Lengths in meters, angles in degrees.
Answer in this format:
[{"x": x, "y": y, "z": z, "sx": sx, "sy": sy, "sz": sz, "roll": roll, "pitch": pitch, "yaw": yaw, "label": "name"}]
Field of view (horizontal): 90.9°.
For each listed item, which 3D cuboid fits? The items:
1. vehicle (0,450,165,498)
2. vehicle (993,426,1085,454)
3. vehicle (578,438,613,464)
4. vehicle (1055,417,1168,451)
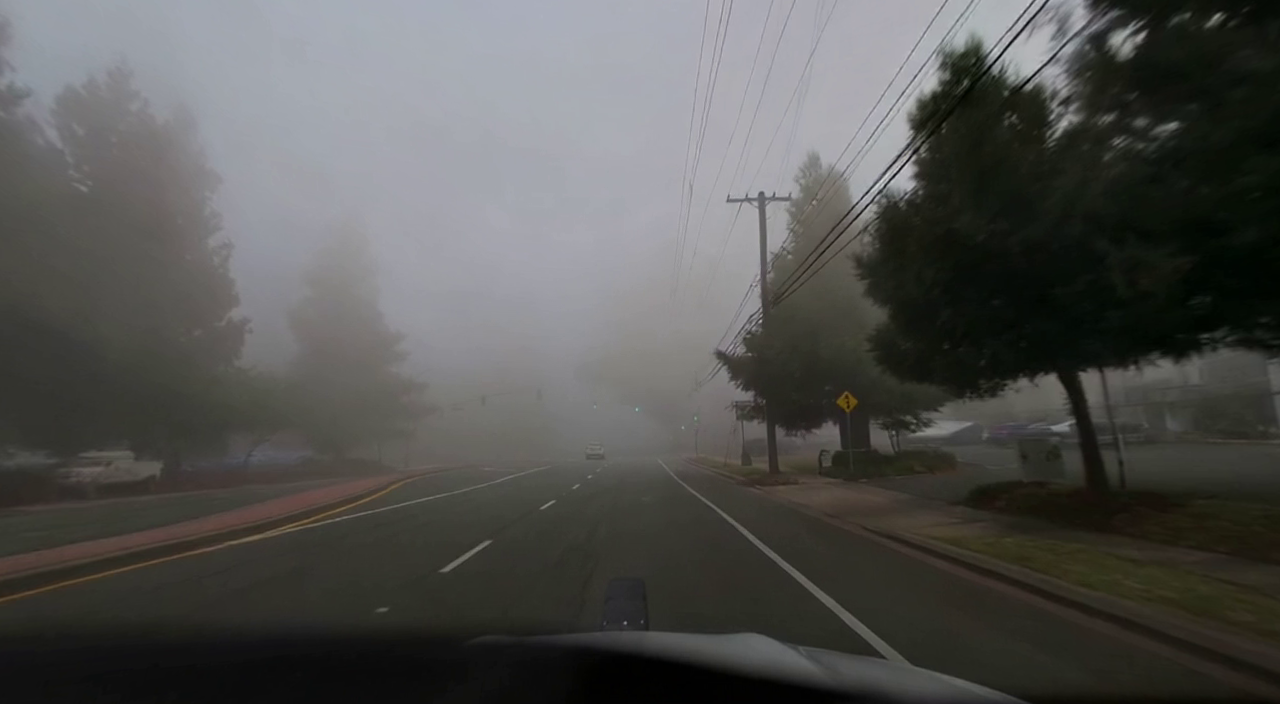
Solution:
[{"x": -24.595, "y": 5.323, "z": 27.849, "sx": 5.887, "sy": 1.894, "sz": 2.329, "roll": -2, "pitch": -9, "yaw": 13, "label": "vehicle"}, {"x": 25.275, "y": 5.591, "z": 40.051, "sx": 4.461, "sy": 1.695, "sz": 1.999, "roll": 0, "pitch": -7, "yaw": 0, "label": "vehicle"}, {"x": -3.300, "y": 7.466, "z": 47.781, "sx": 2.229, "sy": 1.821, "sz": 4.681, "roll": 0, "pitch": -8, "yaw": 0, "label": "vehicle"}, {"x": 25.616, "y": 4.471, "z": 34.348, "sx": 4.690, "sy": 1.742, "sz": 2.008, "roll": 1, "pitch": -7, "yaw": -4, "label": "vehicle"}]
